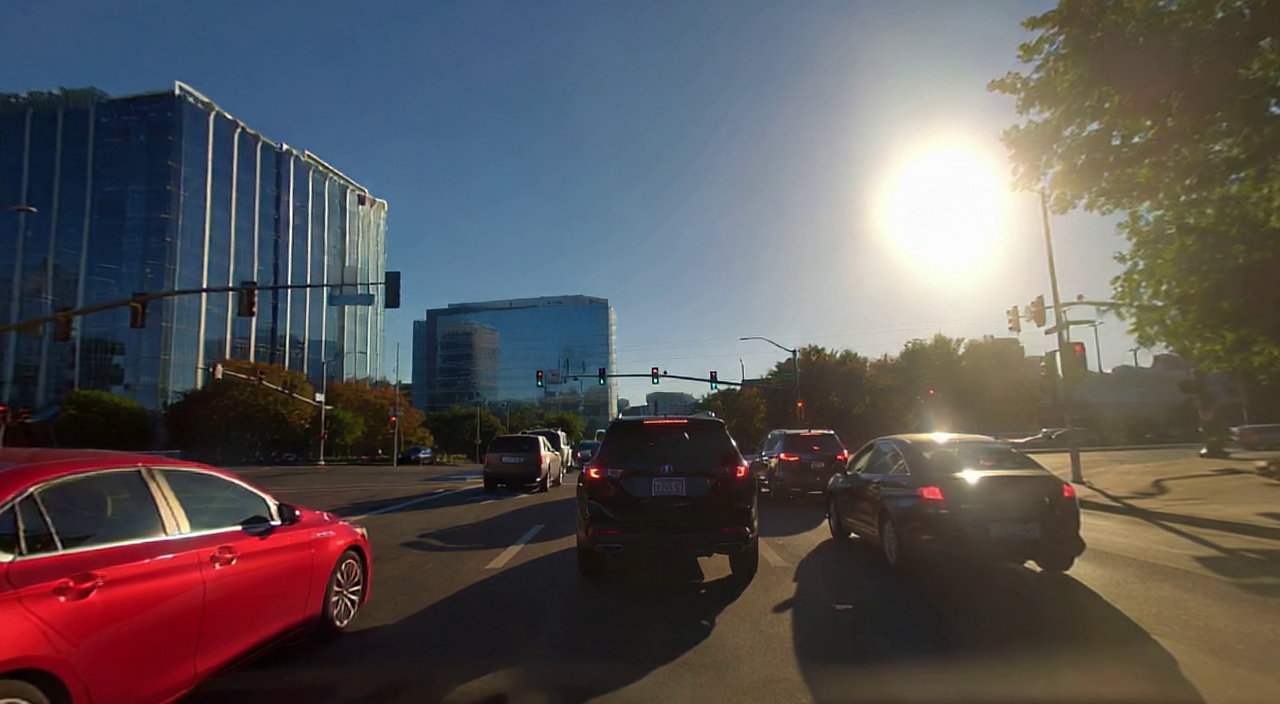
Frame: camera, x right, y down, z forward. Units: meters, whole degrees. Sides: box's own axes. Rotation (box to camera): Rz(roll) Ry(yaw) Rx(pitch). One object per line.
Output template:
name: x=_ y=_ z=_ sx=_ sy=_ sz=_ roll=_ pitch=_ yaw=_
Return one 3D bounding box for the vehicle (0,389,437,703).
vehicle: x=-3.226 y=1.197 z=4.405 sx=1.958 sy=1.494 sz=4.624 roll=0 pitch=-8 yaw=2

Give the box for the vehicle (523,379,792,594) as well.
vehicle: x=0.203 y=1.467 z=7.667 sx=2.300 sy=1.832 sz=4.331 roll=0 pitch=-8 yaw=1

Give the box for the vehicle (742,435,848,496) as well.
vehicle: x=4.097 y=3.060 z=17.345 sx=1.979 sy=1.453 sz=4.011 roll=0 pitch=-8 yaw=1

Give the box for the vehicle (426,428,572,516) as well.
vehicle: x=-2.688 y=2.386 z=13.059 sx=1.851 sy=1.502 sz=4.042 roll=0 pitch=-8 yaw=4

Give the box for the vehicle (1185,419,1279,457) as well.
vehicle: x=26.991 y=3.786 z=27.577 sx=4.026 sy=1.573 sz=2.271 roll=-1 pitch=-8 yaw=6
